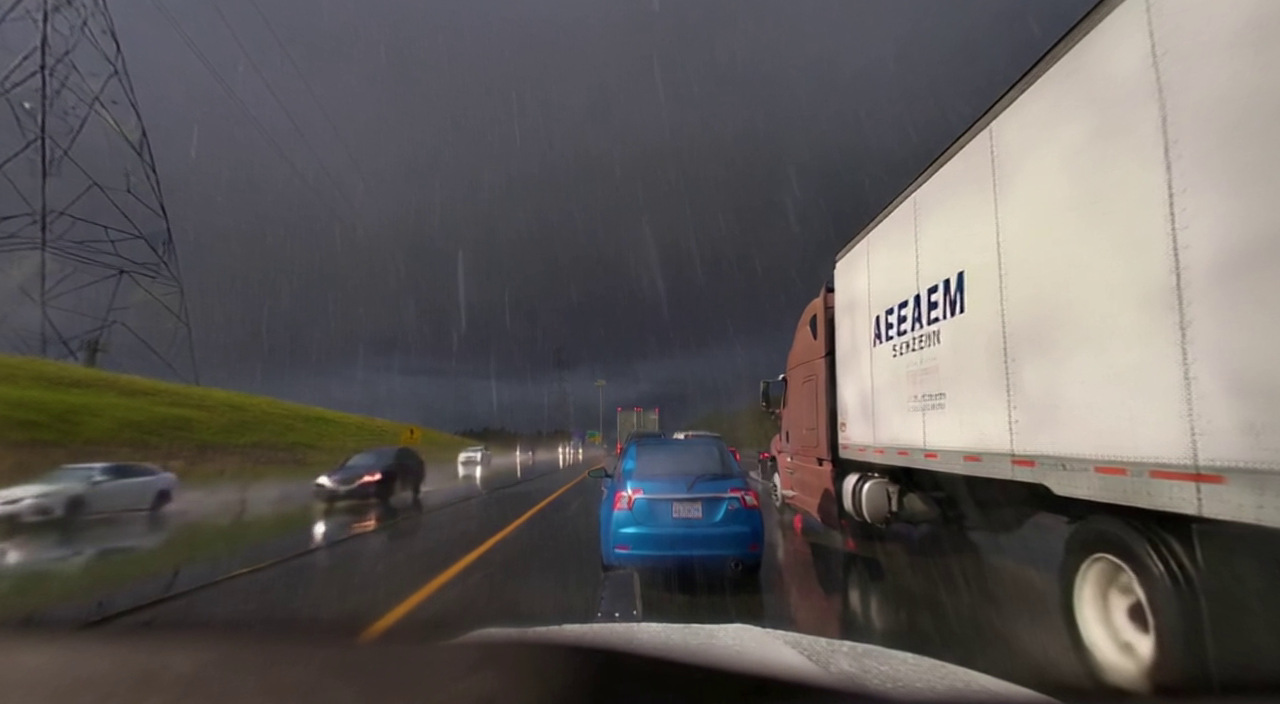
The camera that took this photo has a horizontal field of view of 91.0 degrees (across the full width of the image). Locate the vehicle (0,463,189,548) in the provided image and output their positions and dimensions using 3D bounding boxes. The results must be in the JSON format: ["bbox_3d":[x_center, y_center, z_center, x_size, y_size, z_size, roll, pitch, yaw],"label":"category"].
[{"bbox_3d":[-12.093,3.211,13.688,1.795,1.441,3.759,-1,-8,-1],"label":"vehicle"}]

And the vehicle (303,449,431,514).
[{"bbox_3d":[-8.007,3.794,18.975,1.991,1.629,4.259,-1,-8,-1],"label":"vehicle"}]

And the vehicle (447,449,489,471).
[{"bbox_3d":[-12.545,7.887,46.238,1.853,1.445,4.478,-1,-8,-1],"label":"vehicle"}]

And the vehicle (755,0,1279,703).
[{"bbox_3d":[4.152,0.132,5.832,3.138,4.065,14.276,0,-8,-1],"label":"vehicle"}]

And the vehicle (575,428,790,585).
[{"bbox_3d":[0.339,1.723,7.846,2.045,1.446,3.597,0,-8,-2],"label":"vehicle"}]
